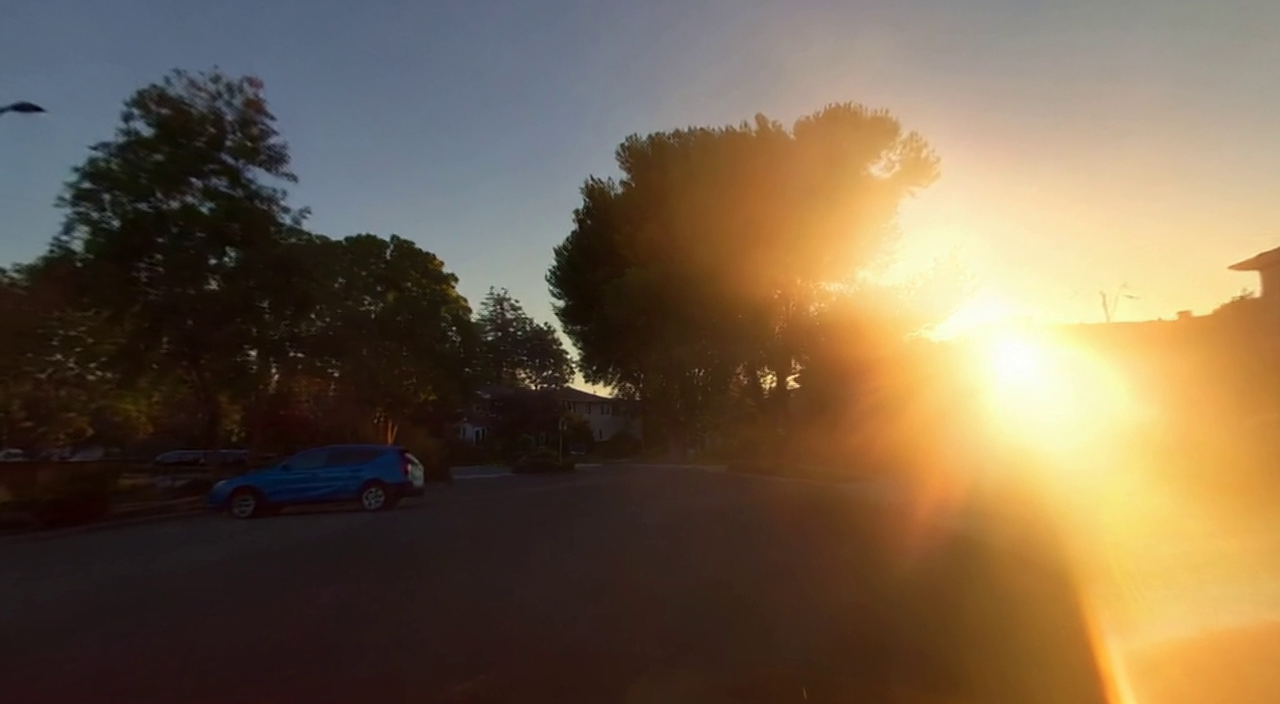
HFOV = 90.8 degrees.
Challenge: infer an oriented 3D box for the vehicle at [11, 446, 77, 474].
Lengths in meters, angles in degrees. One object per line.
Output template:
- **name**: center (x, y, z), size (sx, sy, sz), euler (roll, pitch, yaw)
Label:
- **vehicle**: center (-33.573, 6.024, 35.539), size (4.764, 1.487, 2.002), euler (-7, -11, 40)

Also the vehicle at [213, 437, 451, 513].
- **vehicle**: center (-7.221, 2.900, 15.170), size (4.692, 1.660, 1.879), euler (0, -9, 2)
